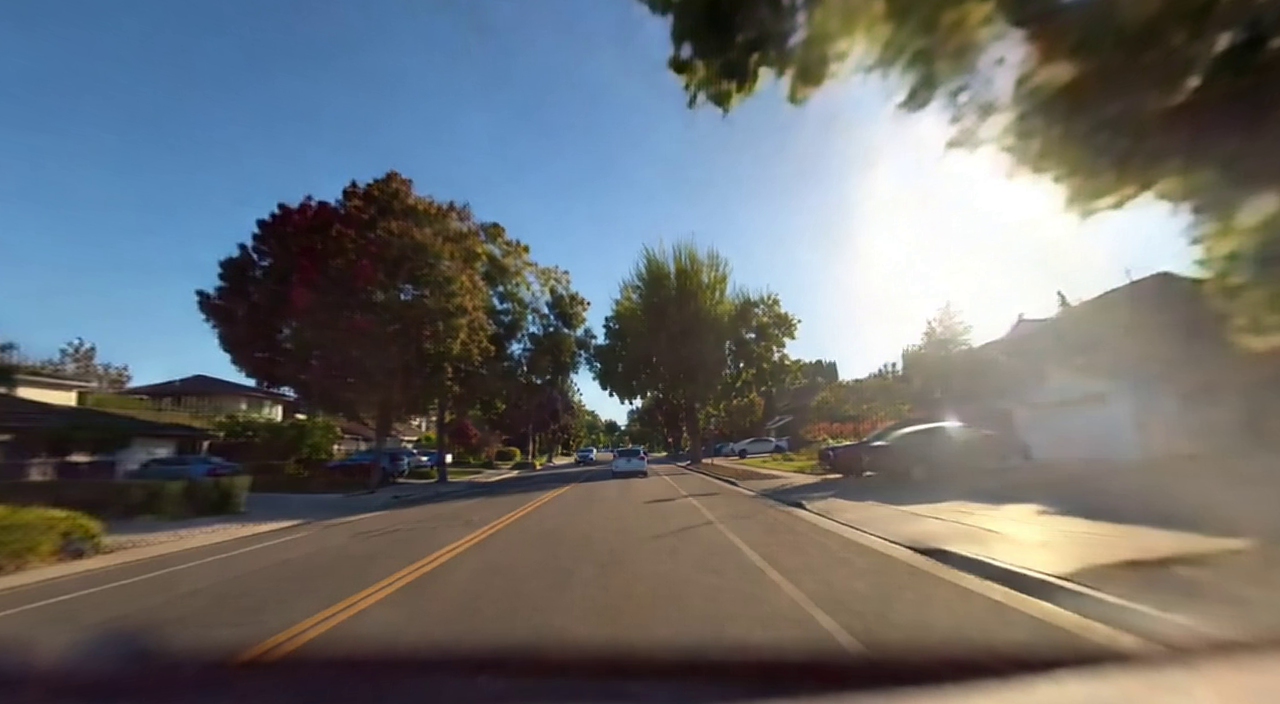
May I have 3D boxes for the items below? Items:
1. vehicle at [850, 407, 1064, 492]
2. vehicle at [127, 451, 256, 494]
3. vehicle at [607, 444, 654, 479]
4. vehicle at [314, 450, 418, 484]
[{"bbox_3d":[8.340,2.597,16.960,4.513,1.617,1.998,-7,-8,-1],"label":"vehicle"},{"bbox_3d":[-17.075,4.520,24.046,4.608,1.481,1.890,-4,-10,26],"label":"vehicle"},{"bbox_3d":[-0.411,5.133,29.845,2.098,1.483,4.099,0,-9,0],"label":"vehicle"},{"bbox_3d":[-14.818,6.238,34.362,4.608,1.743,2.222,-1,-9,7],"label":"vehicle"}]
